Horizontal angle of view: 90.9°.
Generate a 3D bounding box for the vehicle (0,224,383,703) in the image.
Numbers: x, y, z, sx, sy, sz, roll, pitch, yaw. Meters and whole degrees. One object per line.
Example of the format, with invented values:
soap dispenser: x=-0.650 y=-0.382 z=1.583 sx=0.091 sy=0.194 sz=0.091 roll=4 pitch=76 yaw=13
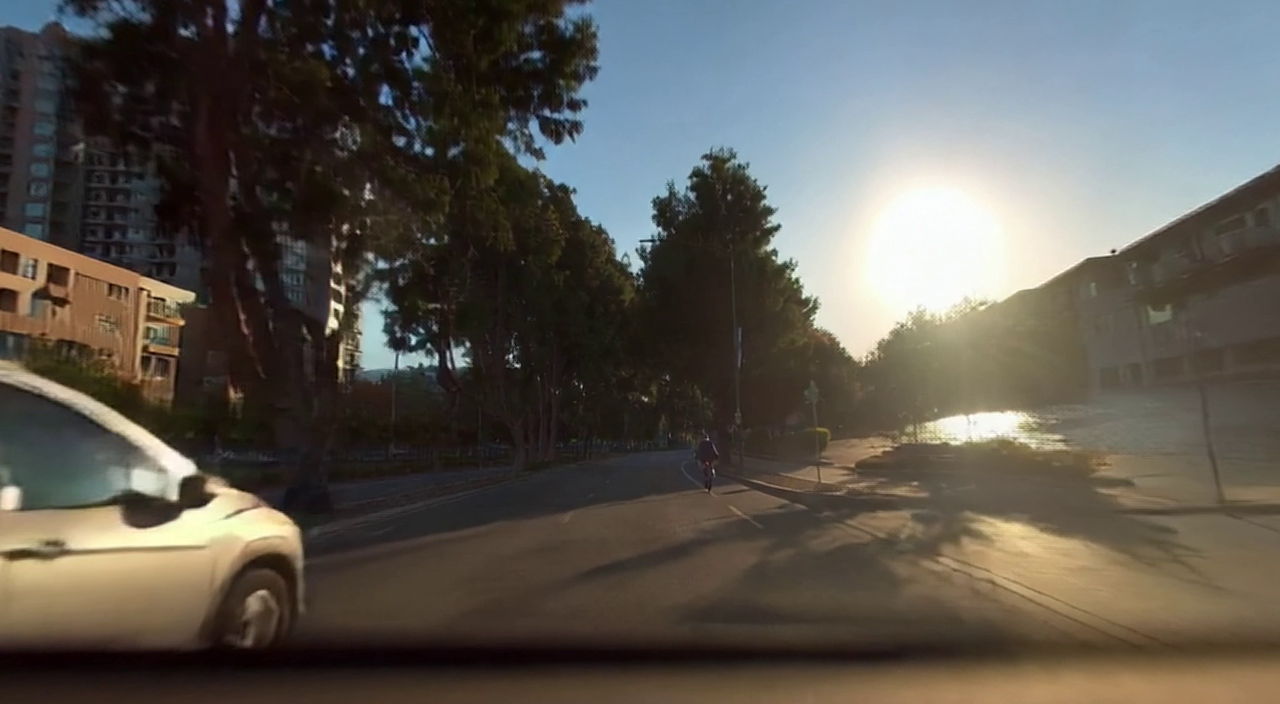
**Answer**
vehicle: x=-2.848 y=0.564 z=1.404 sx=2.294 sy=1.859 sz=5.127 roll=0 pitch=-9 yaw=1
